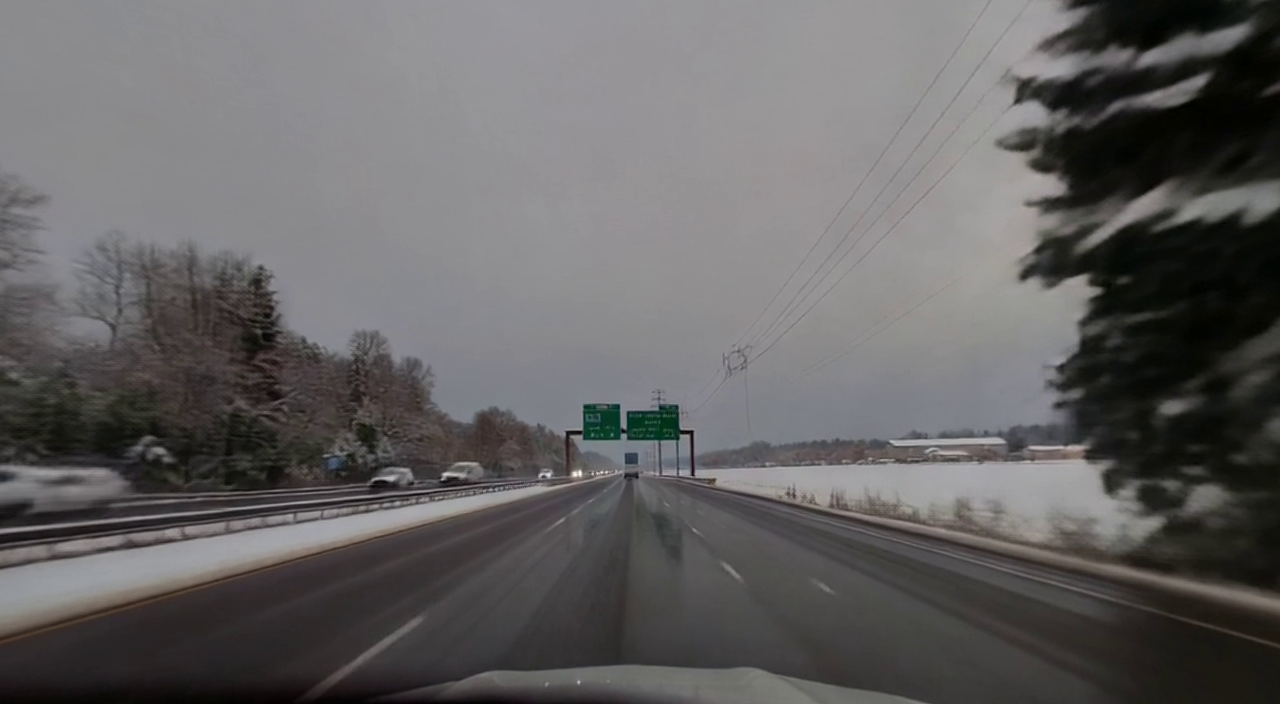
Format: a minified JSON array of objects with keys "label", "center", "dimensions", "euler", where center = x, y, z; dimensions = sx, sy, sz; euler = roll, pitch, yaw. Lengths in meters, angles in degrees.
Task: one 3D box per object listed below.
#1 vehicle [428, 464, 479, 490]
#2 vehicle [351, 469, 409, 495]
[{"label":"vehicle","center":[-12.551,8.476,42.763],"dimensions":[2.033,1.649,4.579],"euler":[1,-11,0]},{"label":"vehicle","center":[-16.599,8.336,40.465],"dimensions":[1.881,1.500,4.325],"euler":[1,-11,0]}]
